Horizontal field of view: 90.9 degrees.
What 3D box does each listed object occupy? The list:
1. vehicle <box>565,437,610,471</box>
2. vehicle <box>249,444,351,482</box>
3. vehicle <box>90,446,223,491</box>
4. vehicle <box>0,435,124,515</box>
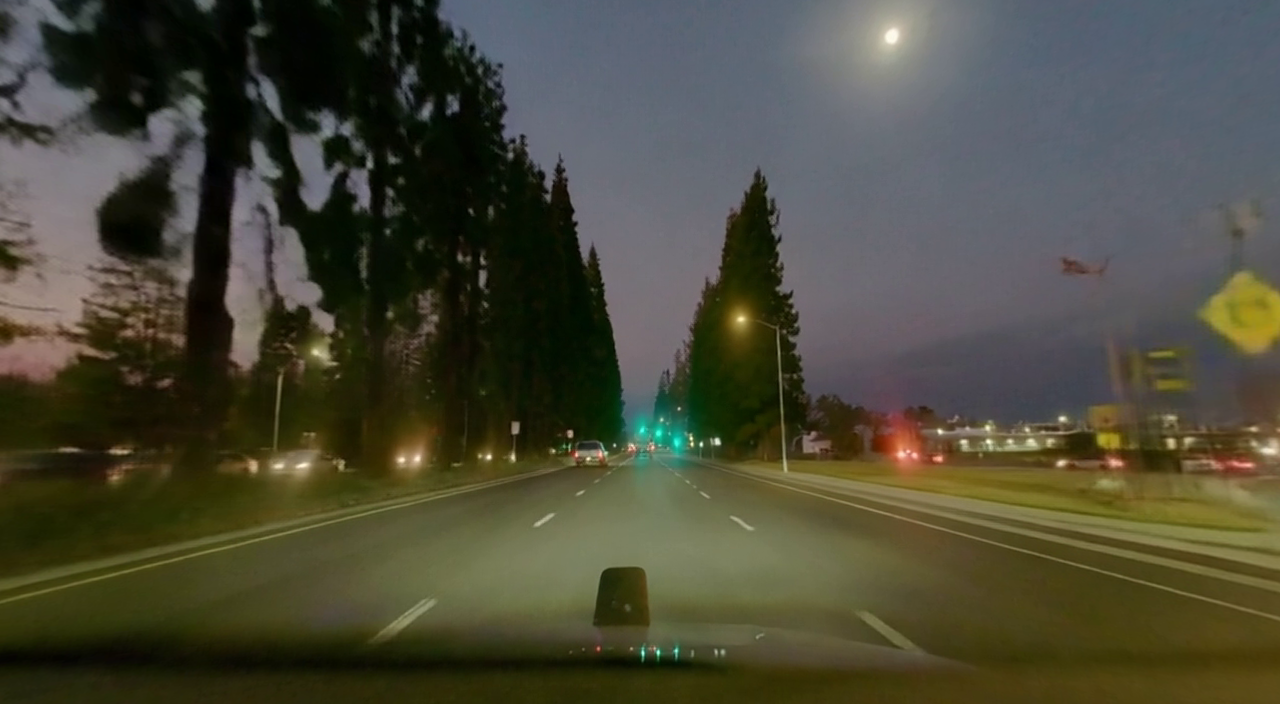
[{"bbox_3d":[-3.185,6.293,39.099,2.255,1.940,4.822,0,-8,1],"label":"vehicle"},{"bbox_3d":[-16.704,5.440,31.338,2.225,1.719,4.915,0,-8,2],"label":"vehicle"},{"bbox_3d":[-20.157,4.842,26.586,2.002,1.691,4.375,0,-8,2],"label":"vehicle"},{"bbox_3d":[-15.796,3.019,15.773,2.182,1.790,4.713,1,-9,-8],"label":"vehicle"}]
